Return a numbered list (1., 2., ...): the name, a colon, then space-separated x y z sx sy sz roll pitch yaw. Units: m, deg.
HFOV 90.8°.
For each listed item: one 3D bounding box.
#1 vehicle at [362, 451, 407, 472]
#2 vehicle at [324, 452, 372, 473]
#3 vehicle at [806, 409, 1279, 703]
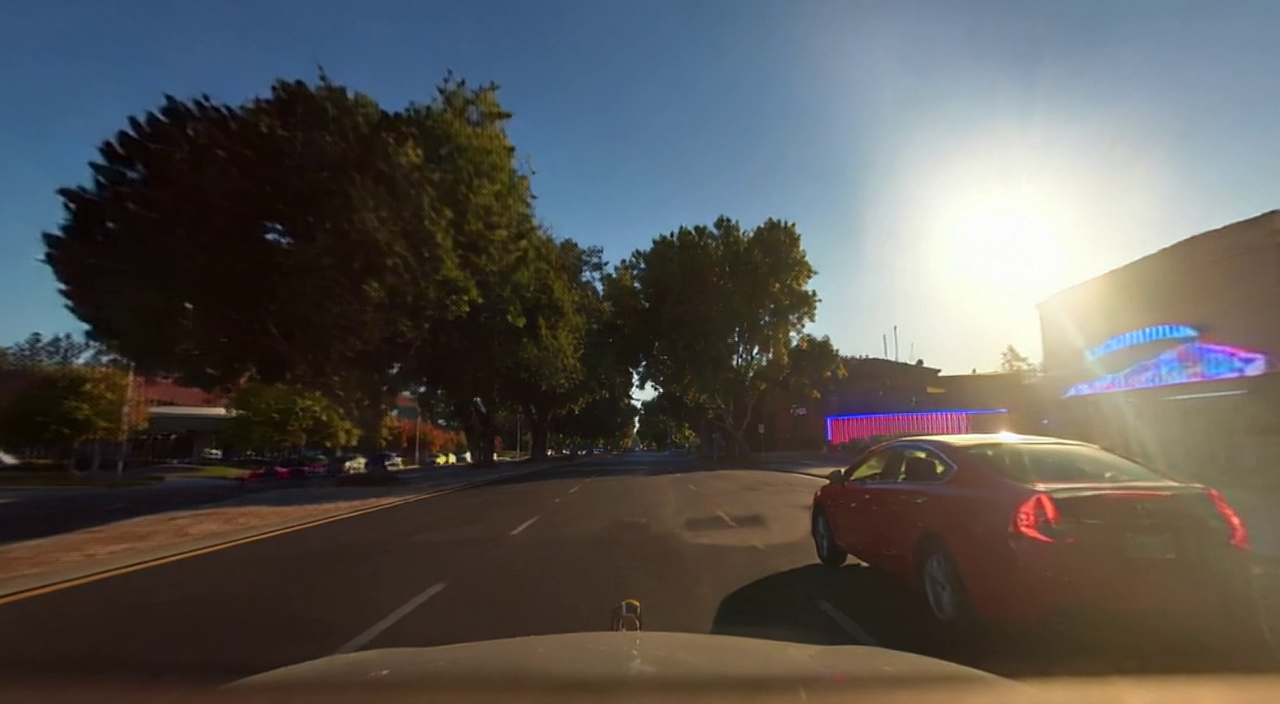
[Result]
1. vehicle: -19.385 8.292 48.042 1.761 1.488 3.822 -1 -8 0
2. vehicle: -22.617 8.582 49.077 1.745 1.476 4.123 -1 -8 -1
3. vehicle: 3.075 1.360 5.417 2.004 1.470 4.544 0 -8 -1
